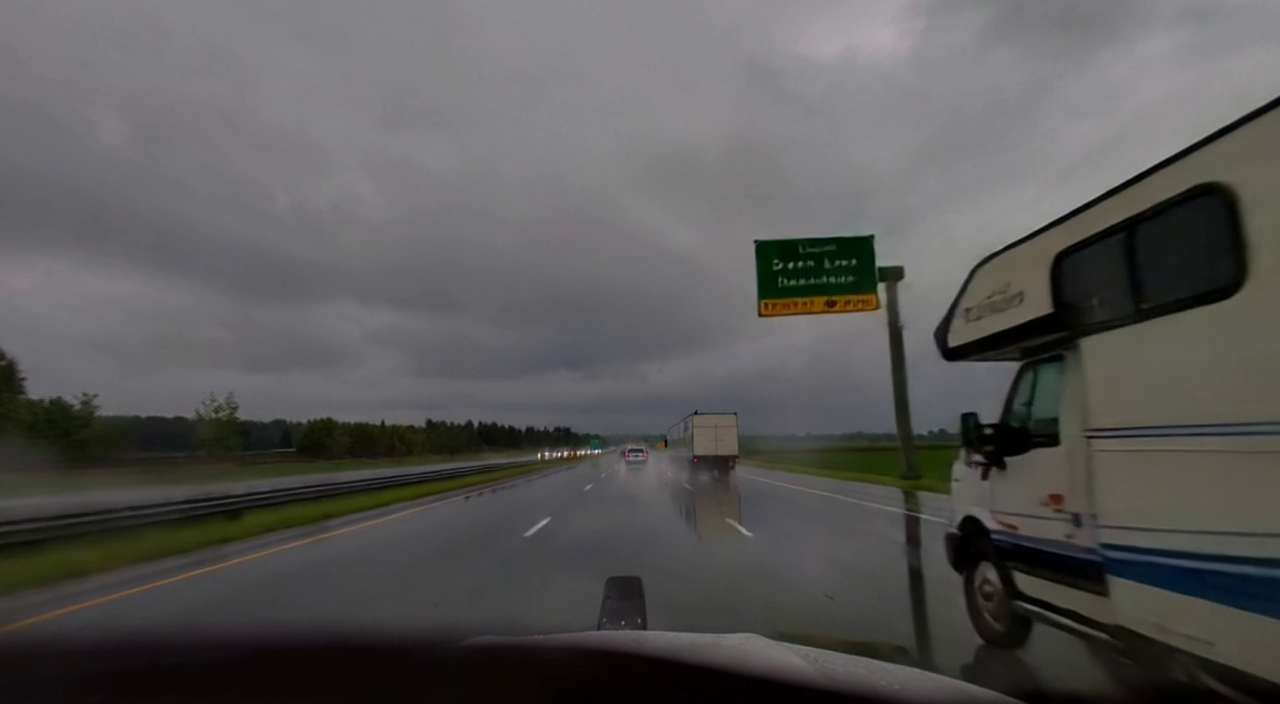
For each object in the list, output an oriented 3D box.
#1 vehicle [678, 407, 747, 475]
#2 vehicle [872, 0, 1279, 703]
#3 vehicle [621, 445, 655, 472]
[{"bbox_3d":[4.027,5.328,37.291,2.931,3.530,8.760,0,-9,0],"label":"vehicle"},{"bbox_3d":[3.561,0.080,1.998,2.698,3.001,7.323,0,-9,-1],"label":"vehicle"},{"bbox_3d":[-0.143,7.007,41.742,2.151,1.678,3.923,0,-9,0],"label":"vehicle"}]
